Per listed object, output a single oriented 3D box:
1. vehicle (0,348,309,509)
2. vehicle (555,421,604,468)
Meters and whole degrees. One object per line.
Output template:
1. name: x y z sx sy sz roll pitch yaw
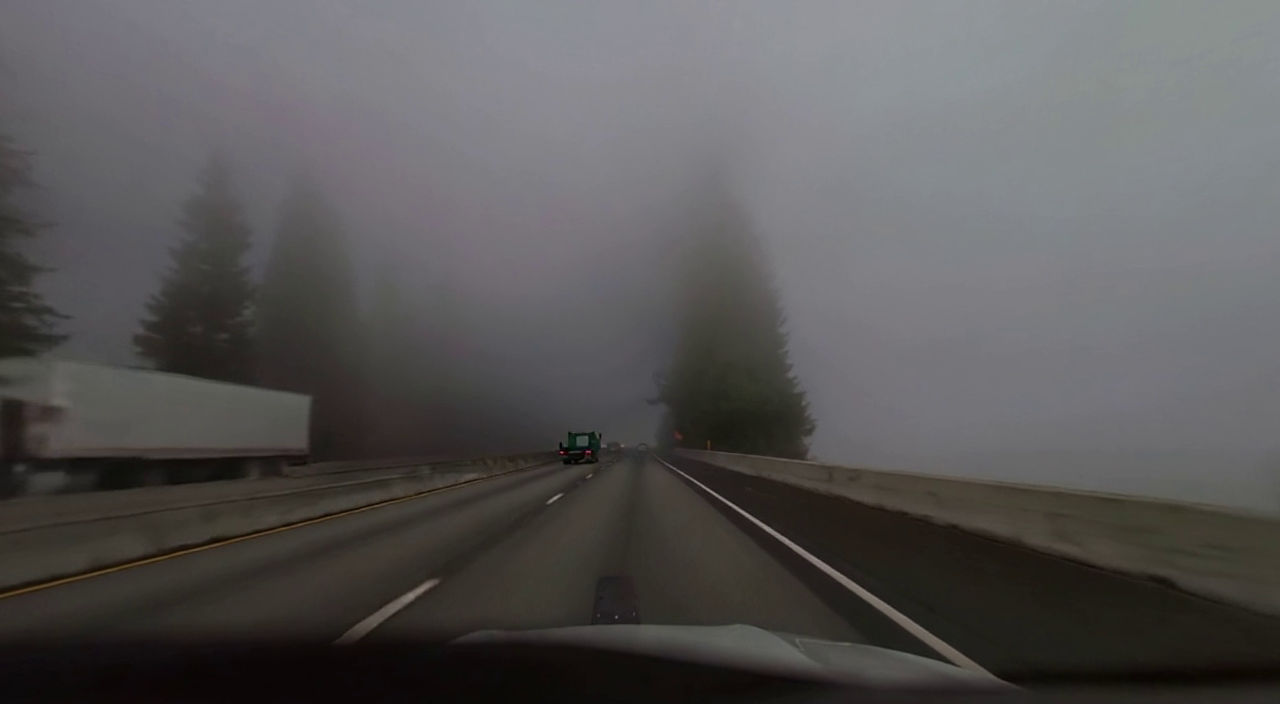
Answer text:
1. vehicle: -17.265 2.915 22.701 2.897 3.982 14.641 -1 -8 -1
2. vehicle: -3.603 5.705 38.890 2.484 2.625 5.907 0 -8 0
